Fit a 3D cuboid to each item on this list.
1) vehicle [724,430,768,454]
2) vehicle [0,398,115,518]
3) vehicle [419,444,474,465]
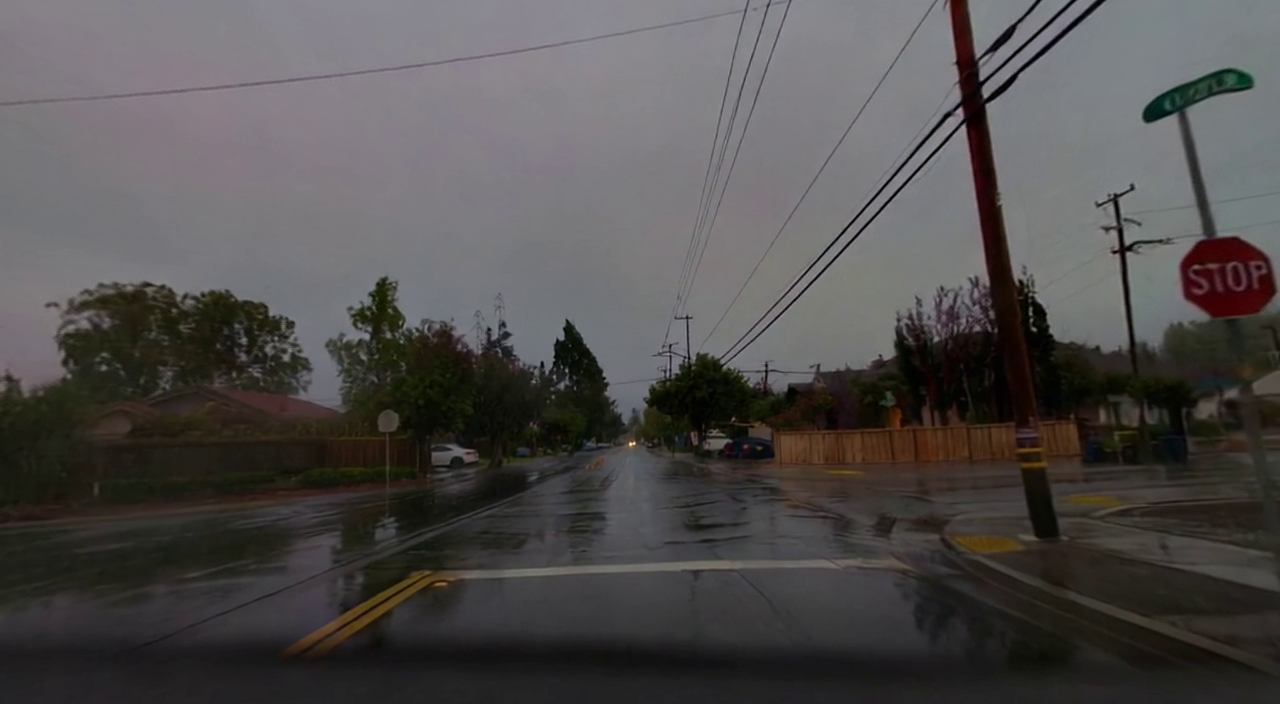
[{"bbox_3d":[8.132,7.001,48.841,1.998,1.756,4.395,1,-9,-10],"label":"vehicle"},{"bbox_3d":[-19.863,3.306,19.510,2.842,3.181,8.576,5,-12,-22],"label":"vehicle"},{"bbox_3d":[-15.014,7.962,49.132,3.652,1.553,1.701,-1,-8,4],"label":"vehicle"}]
